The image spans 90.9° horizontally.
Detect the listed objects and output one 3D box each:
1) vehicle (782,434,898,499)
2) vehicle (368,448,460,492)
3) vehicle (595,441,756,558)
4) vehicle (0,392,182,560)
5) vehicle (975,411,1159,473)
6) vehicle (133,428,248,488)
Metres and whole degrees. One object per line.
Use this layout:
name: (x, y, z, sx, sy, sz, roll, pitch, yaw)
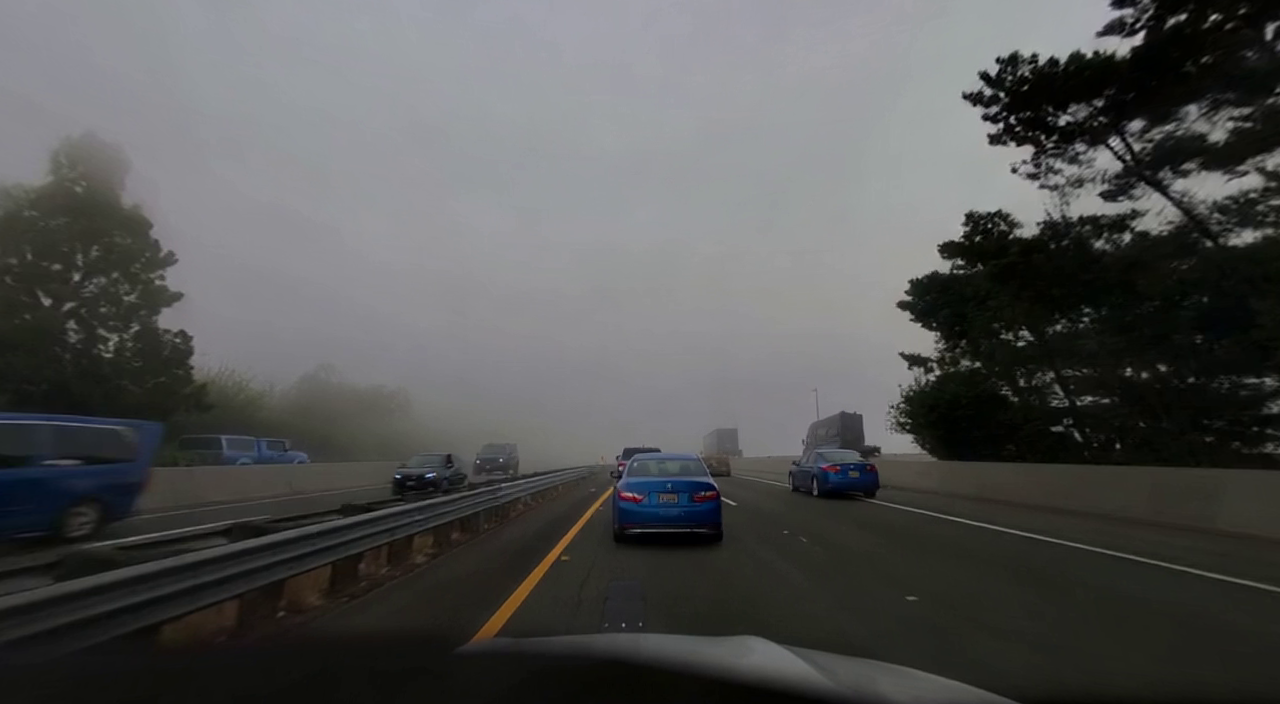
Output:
vehicle: (6.265, 3.662, 20.418, 2.177, 1.827, 4.565, 0, -9, -1)
vehicle: (-8.459, 4.448, 24.059, 1.834, 1.485, 4.269, -1, -9, 1)
vehicle: (0.463, 2.215, 10.117, 2.076, 1.485, 3.774, 0, -9, 0)
vehicle: (-12.749, 2.123, 10.653, 2.861, 2.937, 9.492, 0, -9, 0)
vehicle: (31.547, 6.967, 48.093, 2.822, 3.996, 14.073, 1, -9, -7)
vehicle: (-33.507, 7.896, 47.449, 2.902, 3.981, 7.819, -3, -8, 0)
